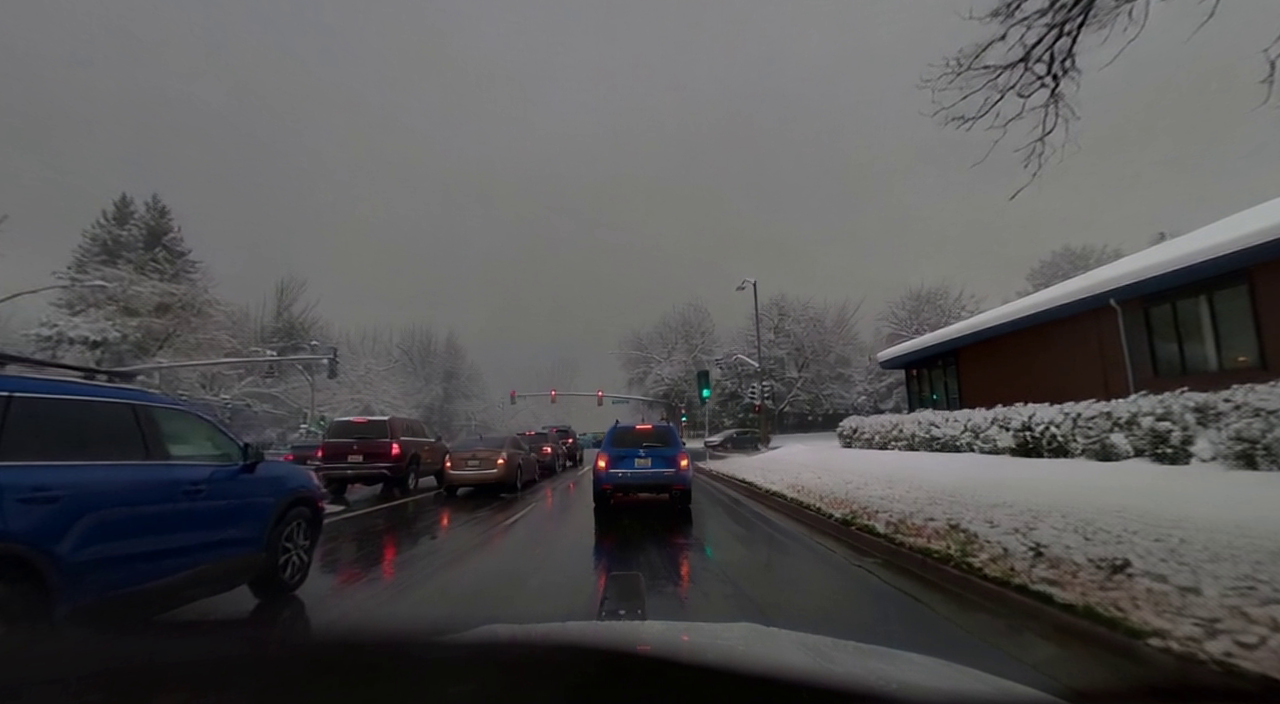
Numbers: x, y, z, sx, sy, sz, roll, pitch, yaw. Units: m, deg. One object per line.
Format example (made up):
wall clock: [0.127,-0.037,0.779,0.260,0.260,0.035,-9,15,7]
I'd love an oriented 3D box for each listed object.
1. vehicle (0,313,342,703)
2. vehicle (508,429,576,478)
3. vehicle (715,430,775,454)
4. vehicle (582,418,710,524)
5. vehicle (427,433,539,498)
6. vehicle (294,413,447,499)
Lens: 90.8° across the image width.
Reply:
vehicle: [-4.069,0.937,3.847,2.088,1.947,5.119,0,-9,-1]
vehicle: [-3.917,4.143,25.956,2.043,1.813,4.549,0,-9,0]
vehicle: [7.683,6.609,46.283,4.198,1.751,1.935,-2,-9,11]
vehicle: [0.090,2.229,12.338,2.055,1.681,4.270,0,-9,0]
vehicle: [-4.068,3.017,17.180,1.942,1.523,4.212,0,-9,0]
vehicle: [-7.401,2.946,18.145,2.195,2.093,5.185,0,-9,-1]
